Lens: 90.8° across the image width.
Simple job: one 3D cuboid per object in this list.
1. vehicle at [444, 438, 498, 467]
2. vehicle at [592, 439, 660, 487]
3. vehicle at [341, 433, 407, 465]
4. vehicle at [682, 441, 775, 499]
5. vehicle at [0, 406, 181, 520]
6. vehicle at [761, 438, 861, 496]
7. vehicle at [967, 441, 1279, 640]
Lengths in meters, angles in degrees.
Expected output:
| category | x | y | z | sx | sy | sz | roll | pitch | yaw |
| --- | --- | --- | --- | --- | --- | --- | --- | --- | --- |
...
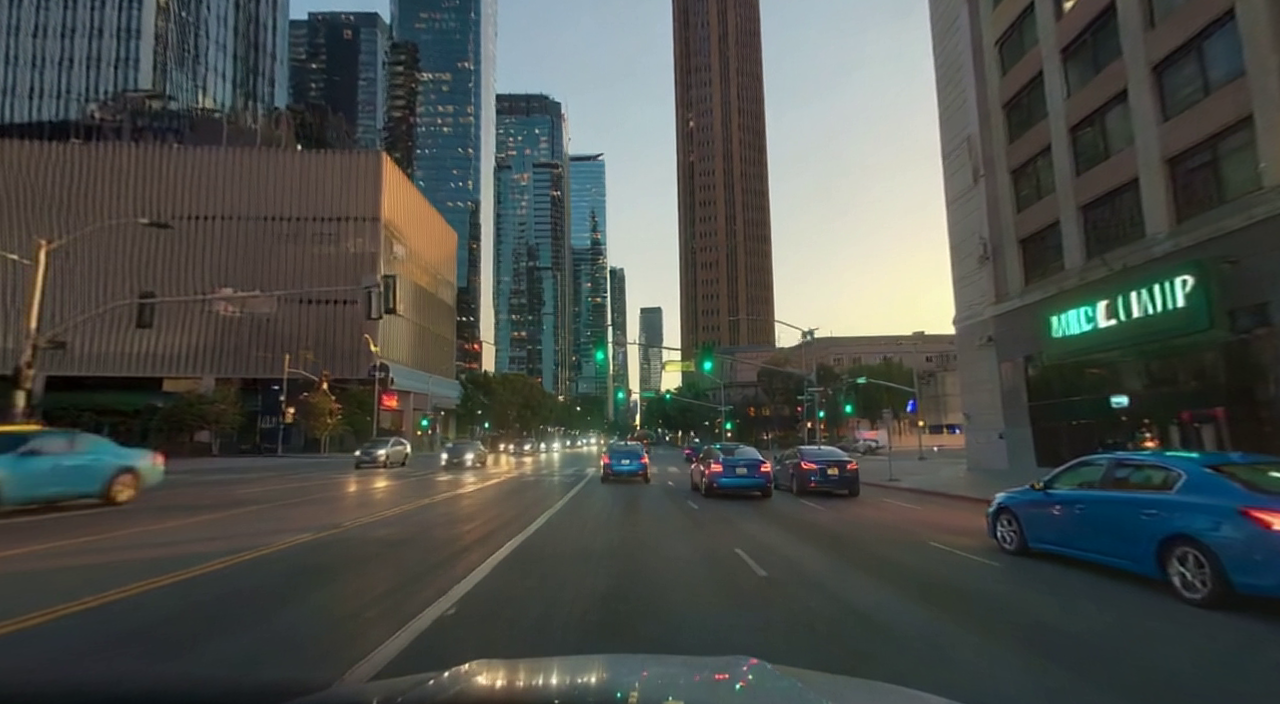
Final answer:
| category | x | y | z | sx | sy | sz | roll | pitch | yaw |
| --- | --- | --- | --- | --- | --- | --- | --- | --- | --- |
| vehicle | -9.901 | 5.927 | 37.446 | 1.960 | 1.568 | 4.511 | 0 | -9 | 0 |
| vehicle | -0.457 | 3.746 | 21.582 | 2.096 | 1.457 | 4.160 | 0 | -9 | -1 |
| vehicle | -15.523 | 5.694 | 37.139 | 1.932 | 1.760 | 4.422 | 0 | -9 | -1 |
| vehicle | 2.436 | 3.389 | 18.603 | 1.987 | 1.484 | 4.427 | 1 | -9 | -2 |
| vehicle | -12.720 | 2.266 | 13.184 | 2.152 | 2.035 | 5.504 | 0 | -9 | -1 |
| vehicle | 5.609 | 3.820 | 21.395 | 2.015 | 1.745 | 4.444 | 1 | -9 | -2 |
| vehicle | 5.746 | 1.732 | 6.771 | 1.914 | 1.484 | 4.639 | 1 | -9 | -1 |
